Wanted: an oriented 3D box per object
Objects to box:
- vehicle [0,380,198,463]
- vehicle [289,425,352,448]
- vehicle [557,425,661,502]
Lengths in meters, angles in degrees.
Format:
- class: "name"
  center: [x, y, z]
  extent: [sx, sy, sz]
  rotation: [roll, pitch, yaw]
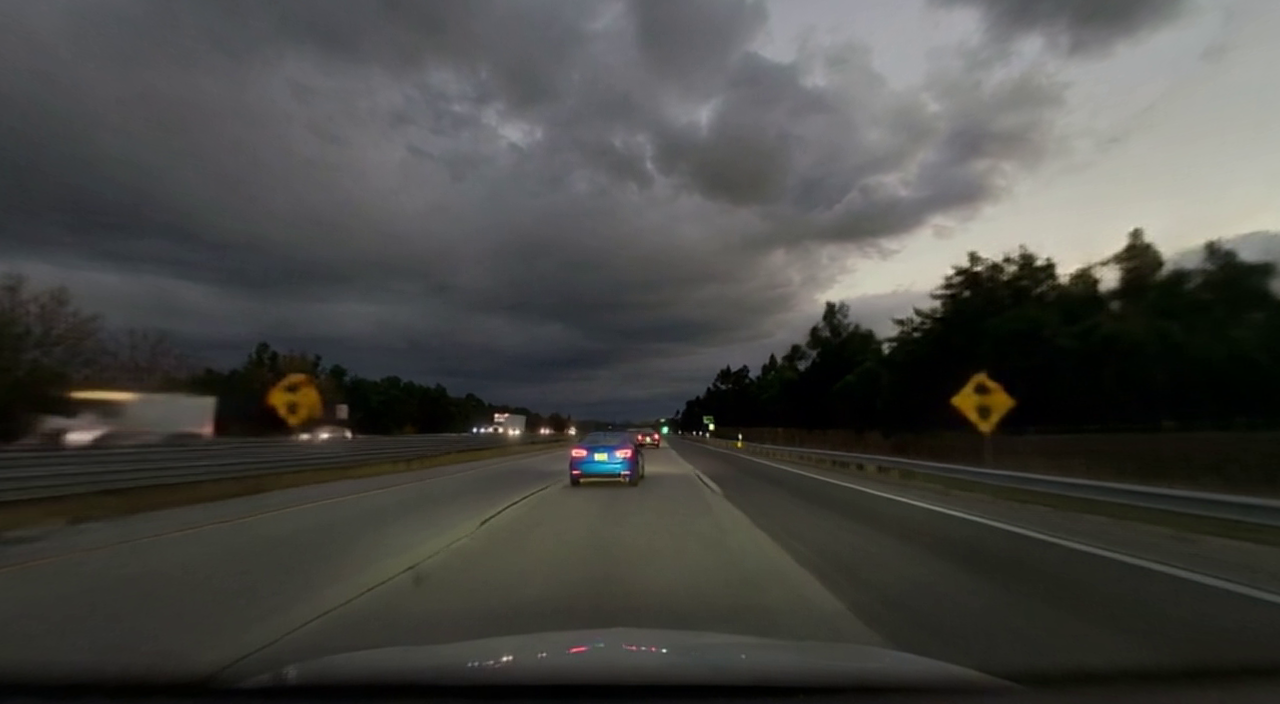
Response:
- class: "vehicle"
  center: [-18.294, 2.373, 21.075]
  extent: [2.267, 2.355, 6.194]
  rotation: [0, -7, 2]
- class: "vehicle"
  center: [-21.443, 5.685, 42.509]
  extent: [1.760, 1.435, 4.465]
  rotation: [0, -7, 2]
- class: "vehicle"
  center: [-0.524, 2.394, 14.120]
  extent: [1.977, 1.443, 4.225]
  rotation: [0, -7, 2]
